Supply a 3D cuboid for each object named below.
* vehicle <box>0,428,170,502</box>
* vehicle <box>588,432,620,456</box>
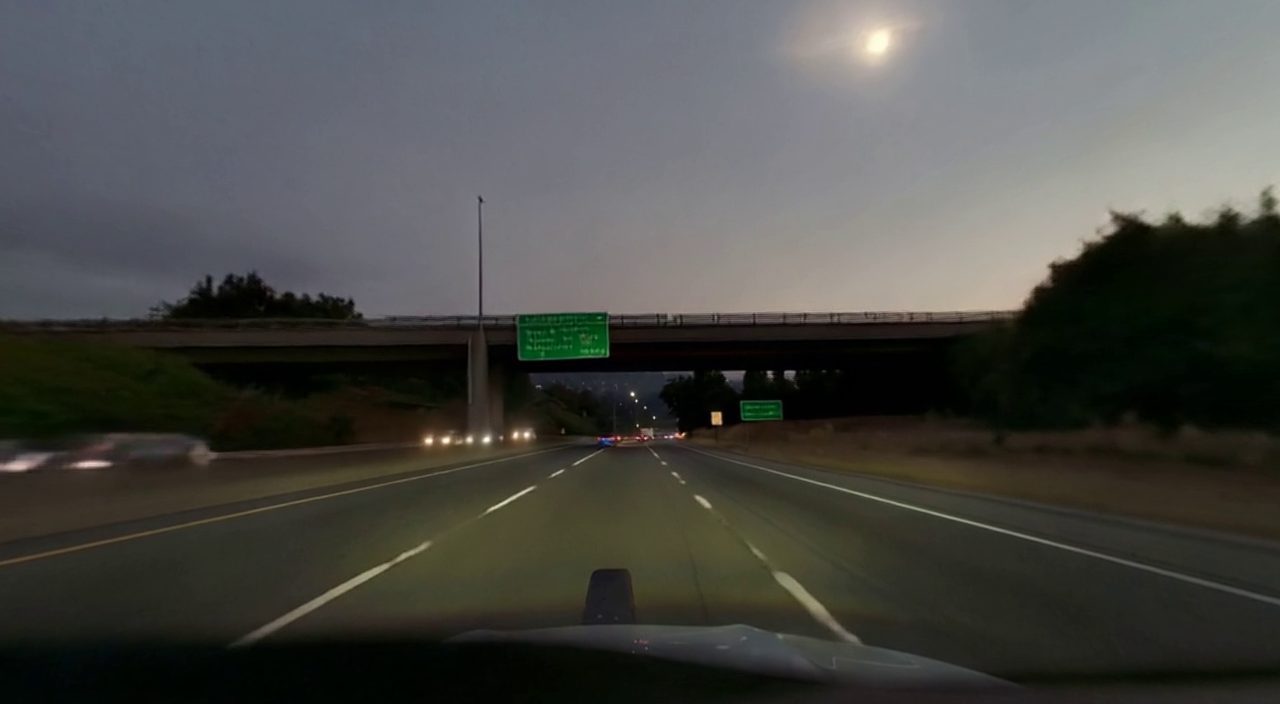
[{"bbox_3d":[-13.448,2.500,14.455,1.937,1.424,4.454,0,-8,-1],"label":"vehicle"},{"bbox_3d":[-2.607,6.791,46.730,2.086,1.624,4.607,0,-8,1],"label":"vehicle"}]
